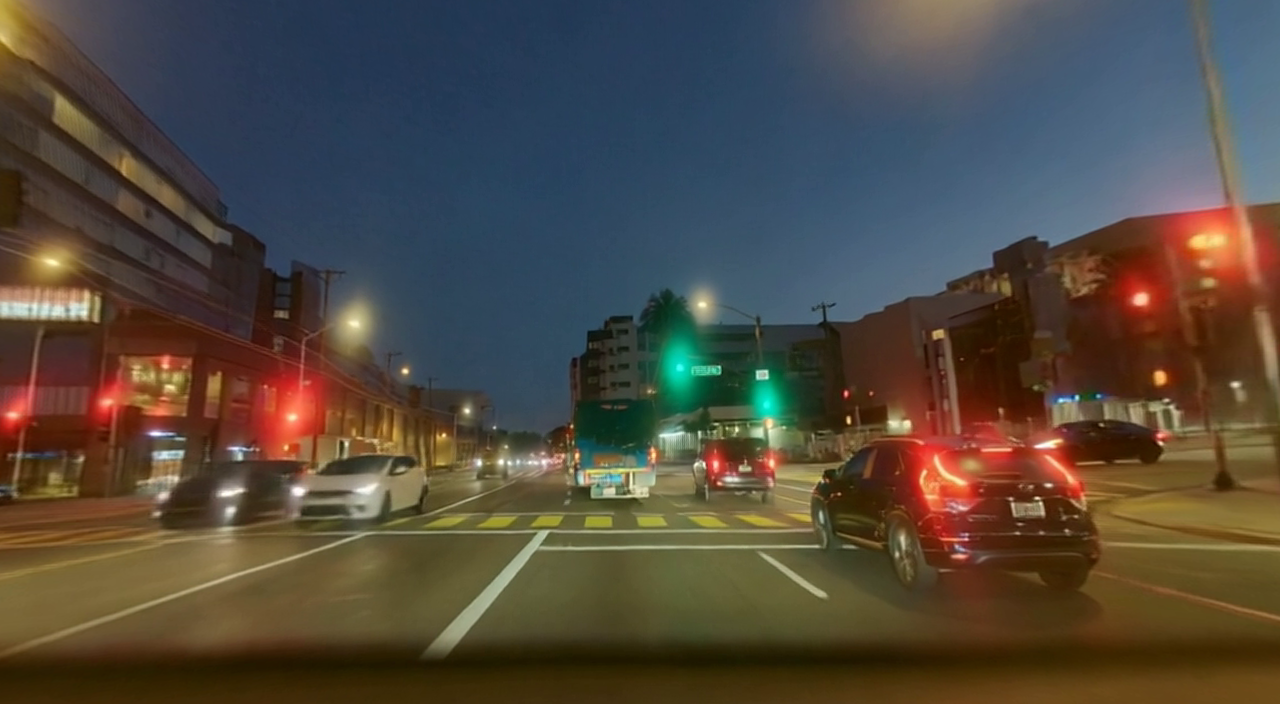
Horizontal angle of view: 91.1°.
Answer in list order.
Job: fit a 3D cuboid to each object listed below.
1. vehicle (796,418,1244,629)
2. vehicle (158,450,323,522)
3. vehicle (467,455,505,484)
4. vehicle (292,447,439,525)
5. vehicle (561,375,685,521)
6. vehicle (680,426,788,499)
[{"bbox_3d":[3.377,1.604,6.977,1.978,1.507,4.636,0,-9,-1],"label":"vehicle"},{"bbox_3d":[-10.603,3.536,17.136,1.959,1.636,4.159,0,-9,-4],"label":"vehicle"},{"bbox_3d":[-9.199,7.004,37.765,1.810,1.546,3.981,1,-9,-8],"label":"vehicle"},{"bbox_3d":[-6.221,3.030,14.802,1.878,1.540,3.939,0,-9,-4],"label":"vehicle"},{"bbox_3d":[-0.650,2.396,15.944,2.517,2.926,6.177,0,-9,-6],"label":"vehicle"},{"bbox_3d":[2.721,3.411,19.808,2.157,1.944,5.423,0,-9,-5],"label":"vehicle"}]
